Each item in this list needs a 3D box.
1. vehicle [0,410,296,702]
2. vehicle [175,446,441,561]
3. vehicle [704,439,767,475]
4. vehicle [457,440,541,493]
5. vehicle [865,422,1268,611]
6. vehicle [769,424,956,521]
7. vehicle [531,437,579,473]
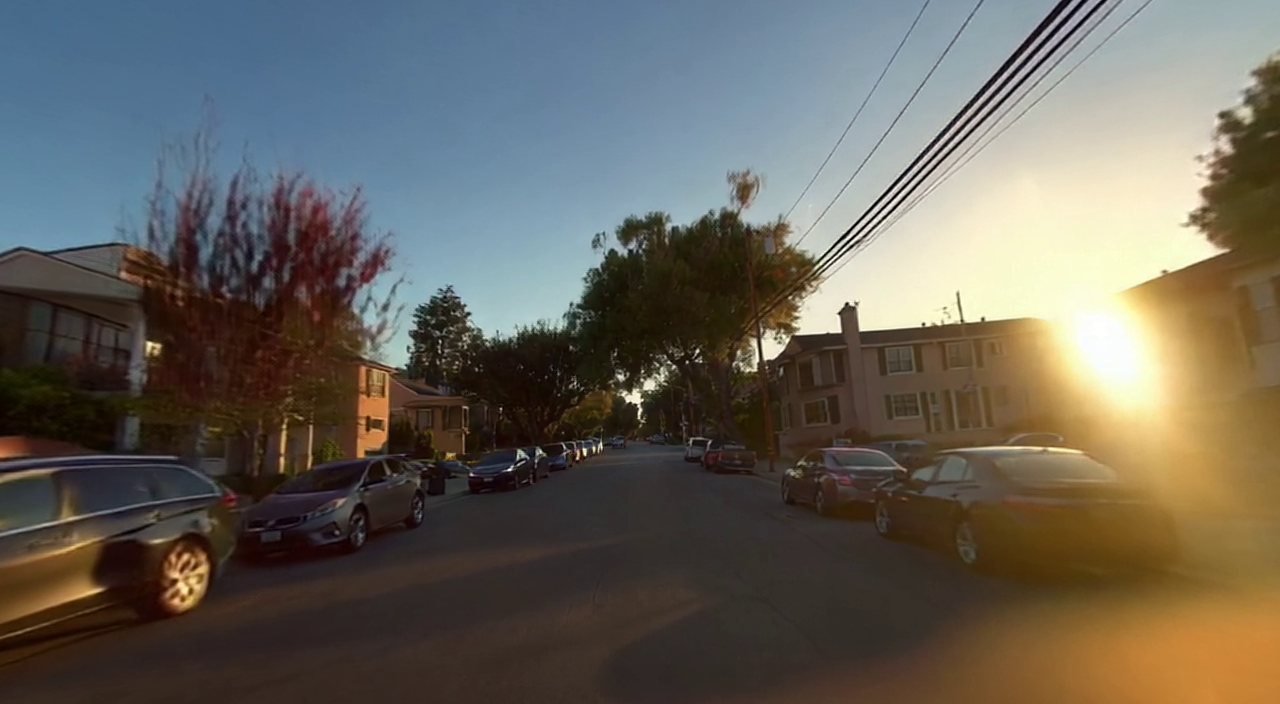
[{"bbox_3d":[-5.110,1.373,4.699,2.360,1.772,4.907,0,-8,0],"label":"vehicle"},{"bbox_3d":[-5.211,2.390,10.855,2.109,1.501,4.522,0,-8,0],"label":"vehicle"},{"bbox_3d":[4.368,4.873,29.664,2.174,1.504,4.809,0,-8,0],"label":"vehicle"},{"bbox_3d":[-5.013,4.097,23.138,2.032,1.716,4.382,0,-8,0],"label":"vehicle"},{"bbox_3d":[4.420,1.710,7.584,1.864,1.592,4.221,0,-8,0],"label":"vehicle"},{"bbox_3d":[4.189,2.512,12.948,2.057,1.511,4.858,-2,-12,1],"label":"vehicle"},{"bbox_3d":[-5.168,6.298,39.066,2.184,1.958,5.757,-2,-8,0],"label":"vehicle"}]
